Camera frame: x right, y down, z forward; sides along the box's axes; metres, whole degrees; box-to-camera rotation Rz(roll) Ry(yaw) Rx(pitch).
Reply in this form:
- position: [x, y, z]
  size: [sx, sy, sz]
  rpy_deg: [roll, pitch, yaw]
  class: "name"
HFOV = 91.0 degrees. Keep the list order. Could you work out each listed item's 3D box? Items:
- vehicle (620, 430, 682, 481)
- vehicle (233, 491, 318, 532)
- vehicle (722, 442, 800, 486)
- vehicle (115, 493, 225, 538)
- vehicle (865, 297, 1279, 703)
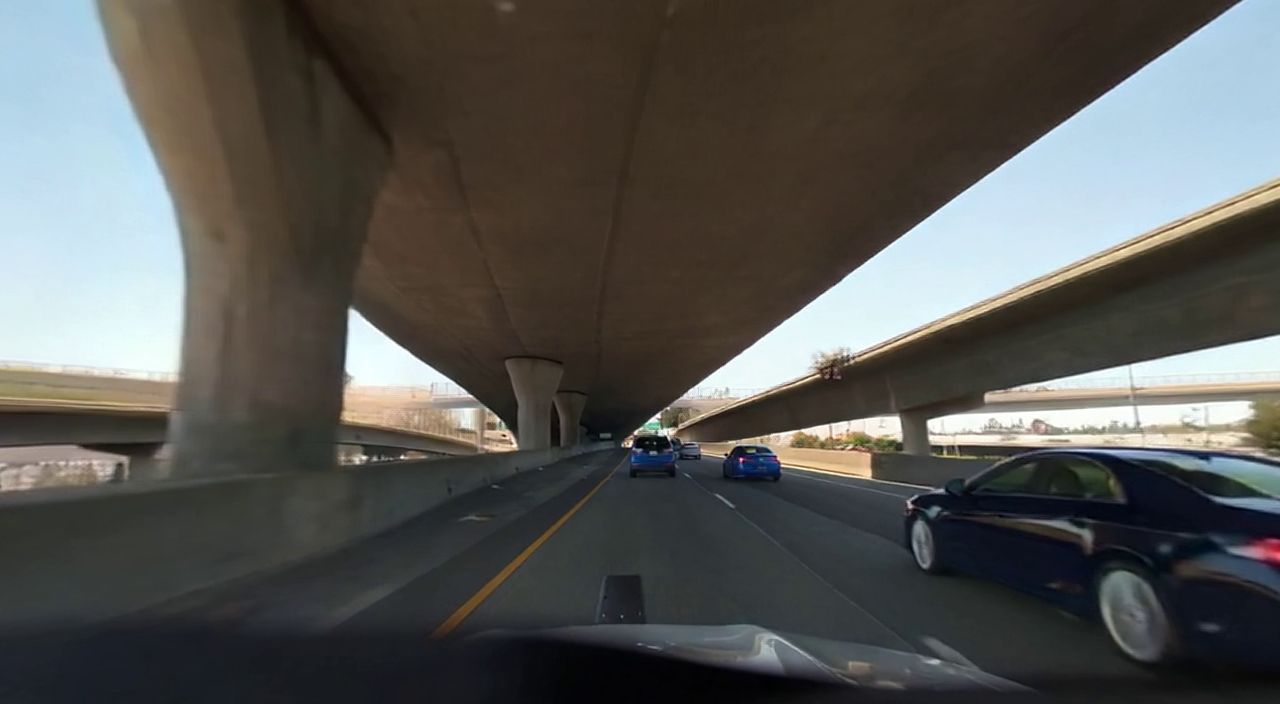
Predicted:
- position: [0.421, 4.156, 25.423]
  size: [2.264, 1.841, 4.583]
  rpy_deg: [0, -9, 0]
  class: "vehicle"
- position: [-18.991, 8.294, 33.071]
  size: [1.939, 1.689, 4.298]
  rpy_deg: [1, -9, -2]
  class: "vehicle"
- position: [4.463, 4.208, 23.918]
  size: [2.047, 1.500, 4.017]
  rpy_deg: [1, -9, -2]
  class: "vehicle"
- position: [-22.789, 7.907, 30.828]
  size: [1.920, 1.675, 4.655]
  rpy_deg: [1, -9, -2]
  class: "vehicle"
- position: [4.050, 1.117, 5.002]
  size: [2.404, 2.014, 5.655]
  rpy_deg: [0, -9, 0]
  class: "vehicle"
